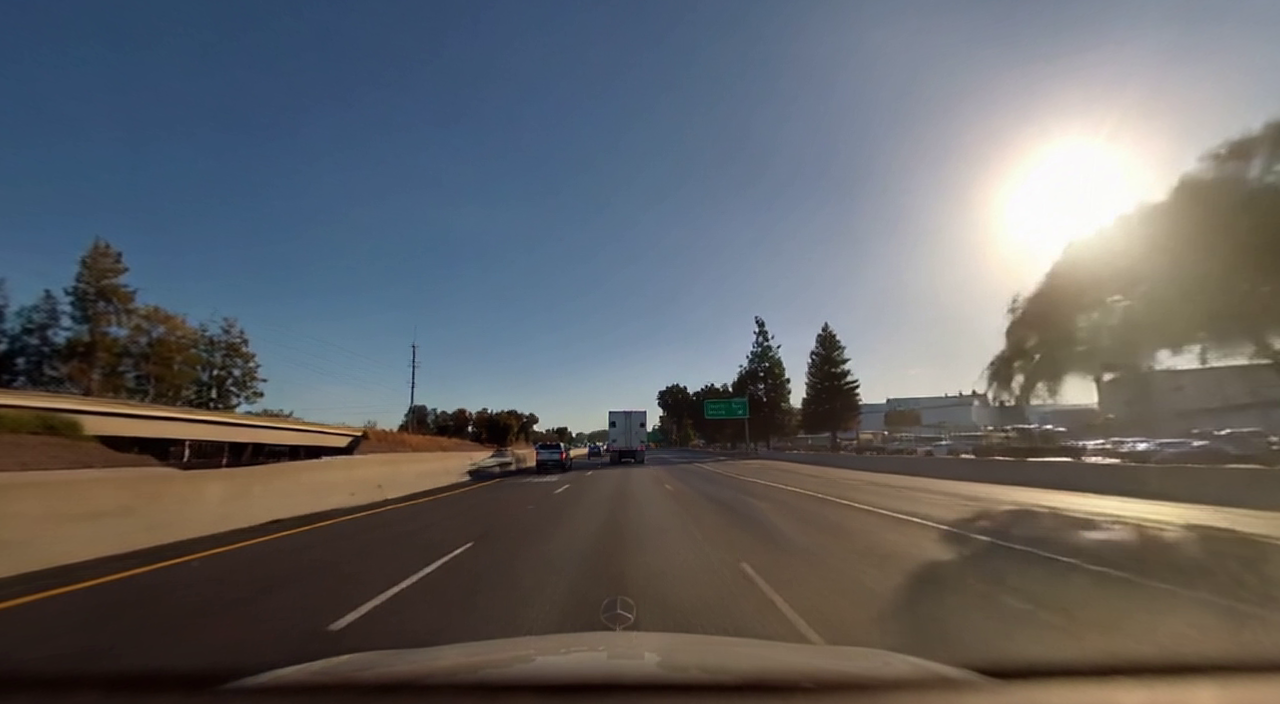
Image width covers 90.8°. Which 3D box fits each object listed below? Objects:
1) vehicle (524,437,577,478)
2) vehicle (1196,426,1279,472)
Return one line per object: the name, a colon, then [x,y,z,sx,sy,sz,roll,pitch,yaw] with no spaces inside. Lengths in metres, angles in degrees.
vehicle: [-4.502,5.393,32.503,2.095,1.930,4.680,0,-9,0]
vehicle: [43.971,6.874,44.684,2.321,3.103,6.216,4,-10,-28]
